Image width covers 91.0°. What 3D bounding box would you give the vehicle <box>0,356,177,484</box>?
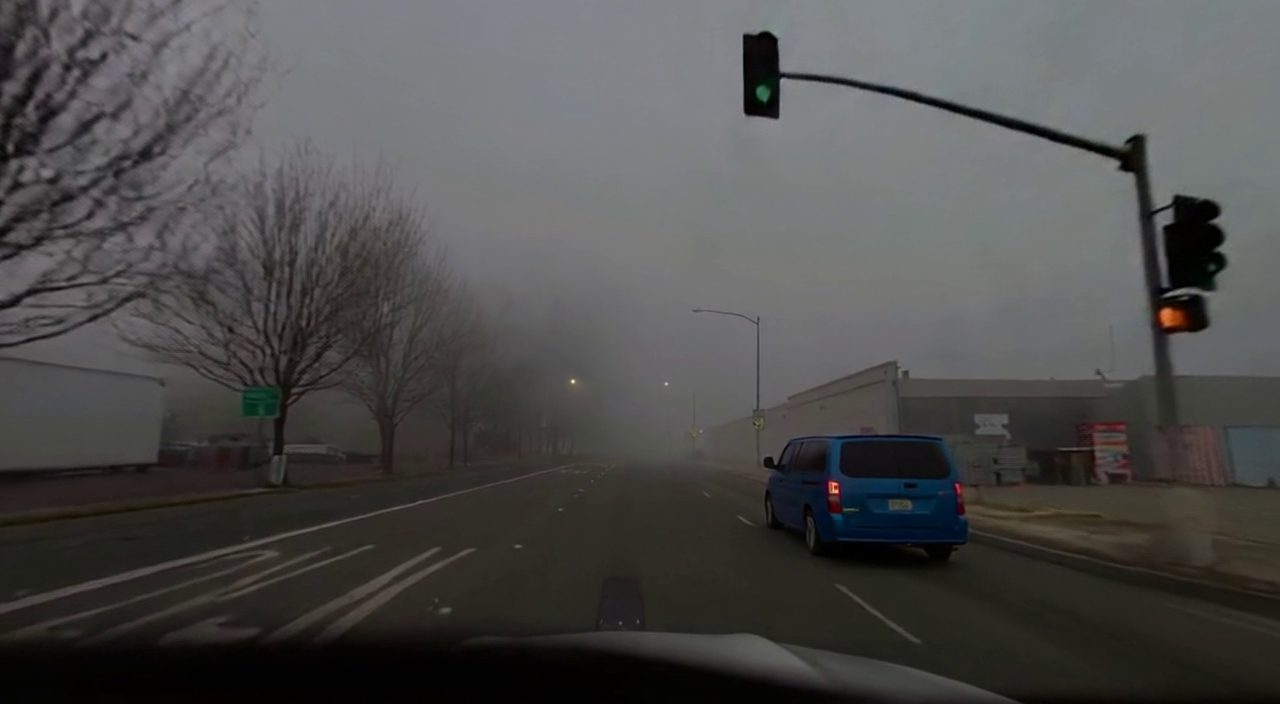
[{"bbox_3d":[-20.314,2.463,21.212,3.337,3.644,7.945,1,-10,-1],"label":"vehicle"}]

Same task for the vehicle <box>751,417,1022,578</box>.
[{"bbox_3d":[3.316,2.091,9.829,2.202,1.822,4.826,1,-9,-1],"label":"vehicle"}]
